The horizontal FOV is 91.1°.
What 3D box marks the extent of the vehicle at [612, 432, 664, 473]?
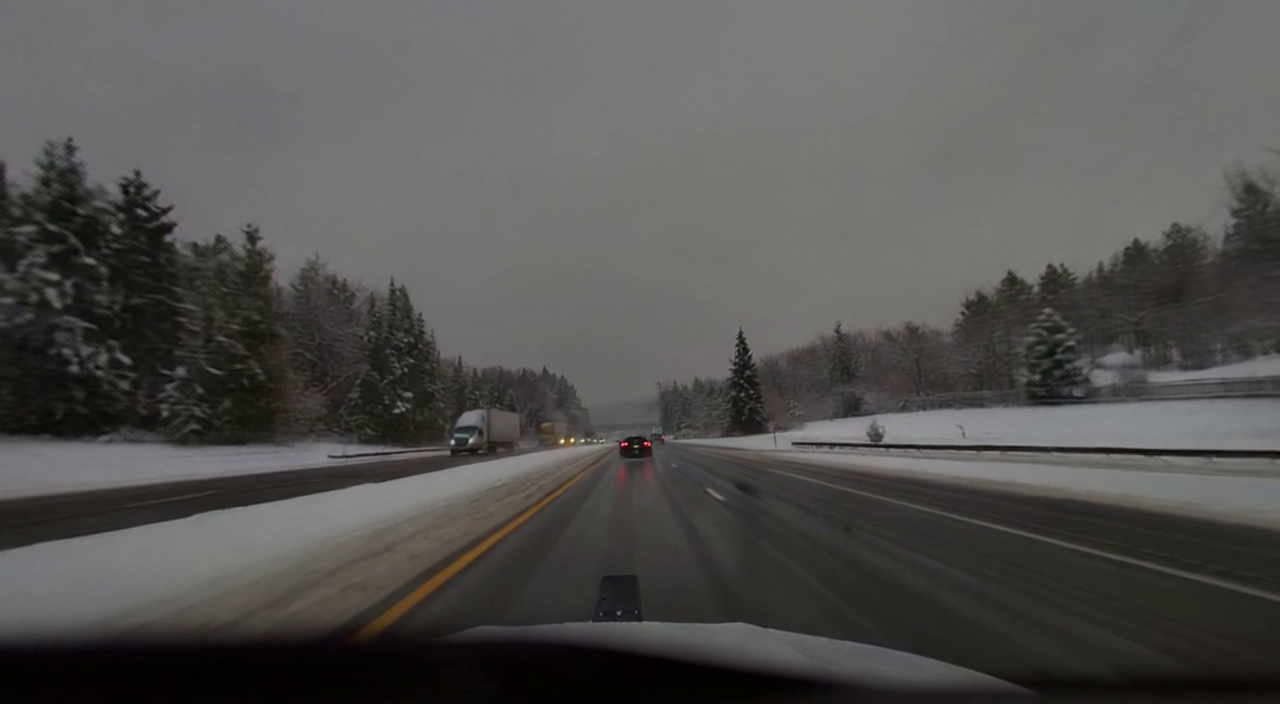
[{"bbox_3d":[-0.131,3.924,24.955,1.897,1.479,3.724,0,-8,-1],"label":"vehicle"}]
